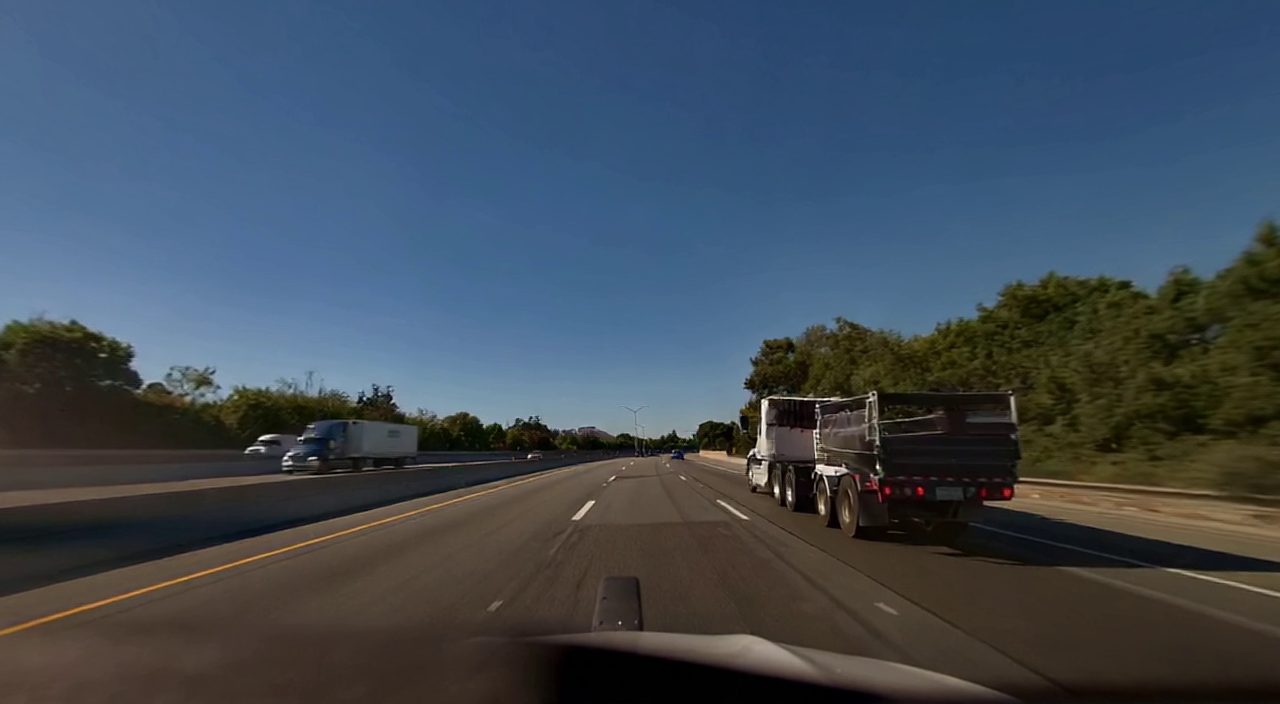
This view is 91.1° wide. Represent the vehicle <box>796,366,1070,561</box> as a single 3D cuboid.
[{"bbox_3d":[4.248,1.730,10.174,2.215,2.461,4.234,0,-9,-2],"label":"vehicle"}]

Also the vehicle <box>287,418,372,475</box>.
[{"bbox_3d":[-23.324,7.195,47.668,3.156,4.015,5.992,-1,-9,1],"label":"vehicle"}]
